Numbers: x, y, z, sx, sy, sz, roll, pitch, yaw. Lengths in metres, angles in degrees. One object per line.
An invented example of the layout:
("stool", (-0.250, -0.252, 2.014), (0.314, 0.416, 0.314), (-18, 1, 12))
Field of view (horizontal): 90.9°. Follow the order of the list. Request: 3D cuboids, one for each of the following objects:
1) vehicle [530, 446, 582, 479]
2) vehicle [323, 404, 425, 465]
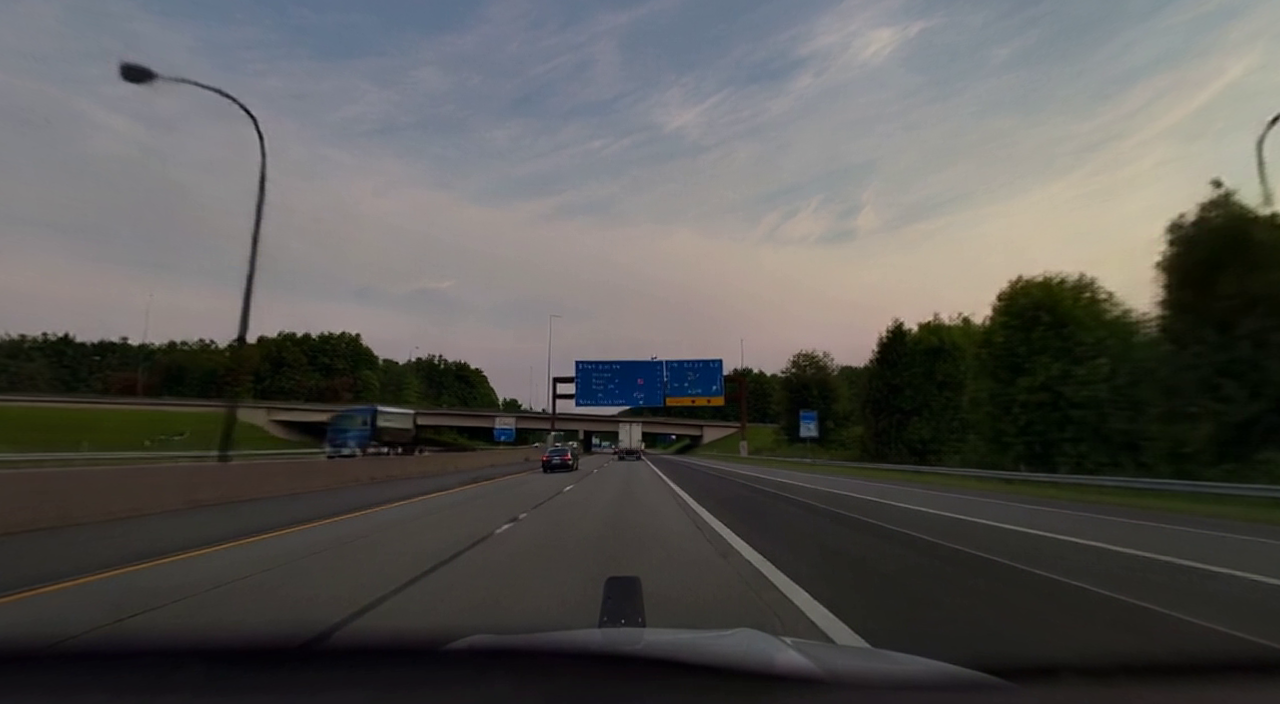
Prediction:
("vehicle", (-4.134, 5.511, 31.719), (2.042, 1.526, 4.516), (0, -9, 0))
("vehicle", (-16.965, 5.434, 40.956), (2.946, 3.523, 8.294), (0, -9, 0))
